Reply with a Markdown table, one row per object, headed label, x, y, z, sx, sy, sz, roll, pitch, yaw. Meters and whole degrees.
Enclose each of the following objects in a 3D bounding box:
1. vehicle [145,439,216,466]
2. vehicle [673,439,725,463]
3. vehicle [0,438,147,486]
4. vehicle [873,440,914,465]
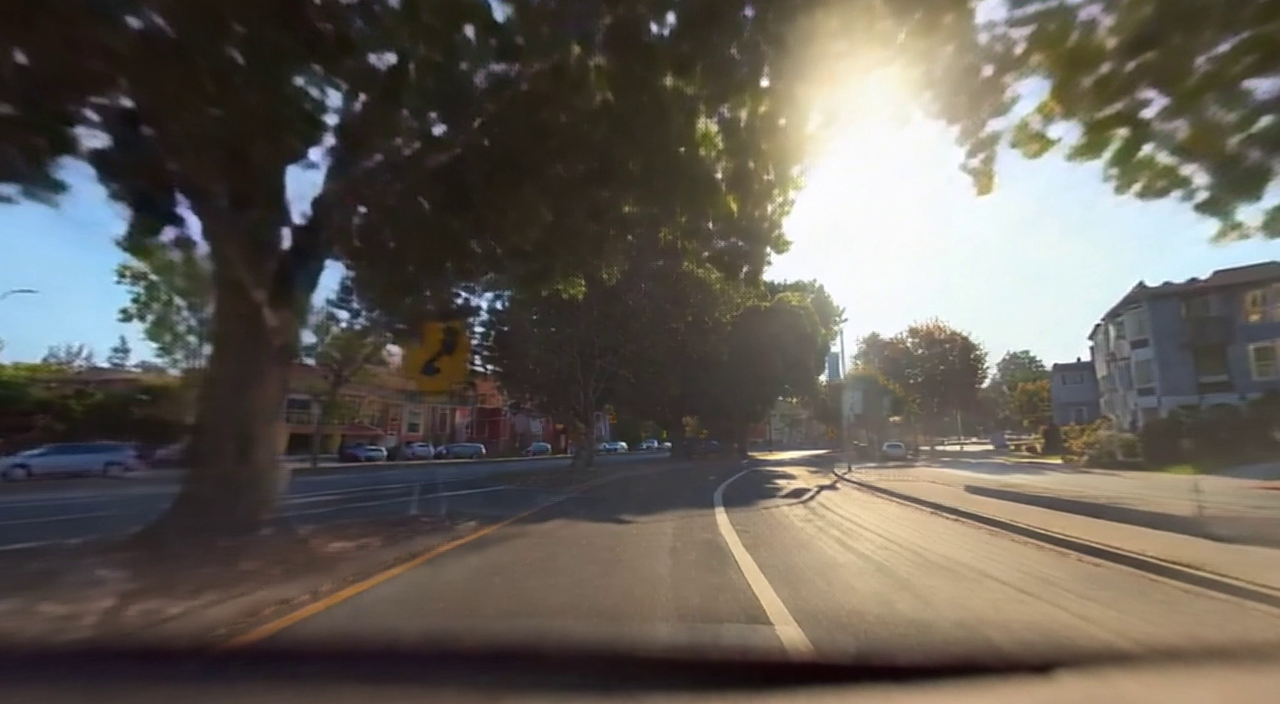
| label | x | y | z | sx | sy | sz | roll | pitch | yaw |
| --- | --- | --- | --- | --- | --- | --- | --- | --- | --- |
| vehicle | -32.211 | 7.028 | 44.293 | 4.418 | 1.746 | 1.925 | -4 | -9 | 24 |
| vehicle | 4.063 | 6.693 | 42.827 | 2.081 | 1.489 | 4.863 | -4 | -9 | 24 |
| vehicle | -20.364 | 3.918 | 22.766 | 1.753 | 1.553 | 3.575 | -3 | -9 | 17 |
| vehicle | 18.237 | 7.297 | 45.644 | 1.988 | 1.487 | 4.479 | -3 | -13 | 12 |
